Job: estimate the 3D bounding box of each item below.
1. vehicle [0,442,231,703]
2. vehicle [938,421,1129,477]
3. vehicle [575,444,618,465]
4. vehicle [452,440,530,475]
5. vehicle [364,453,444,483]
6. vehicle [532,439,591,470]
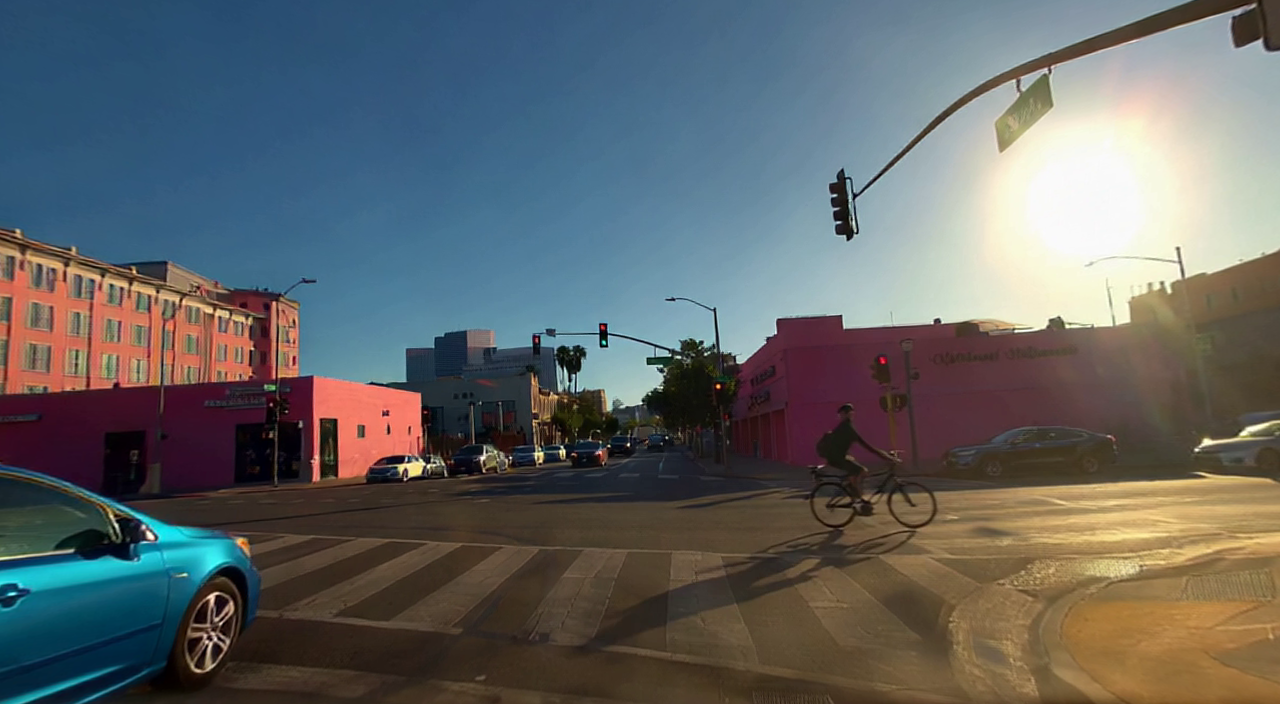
[{"bbox_3d":[-3.727,0.972,2.166,1.759,1.325,4.295,0,-9,0],"label":"vehicle"},{"bbox_3d":[11.575,2.880,18.803,4.355,1.546,1.820,-1,-9,6],"label":"vehicle"},{"bbox_3d":[-3.009,7.183,44.148,1.743,1.362,4.350,-2,-9,14],"label":"vehicle"},{"bbox_3d":[-8.390,5.973,36.060,2.152,1.825,5.406,-2,-9,12],"label":"vehicle"},{"bbox_3d":[-12.581,6.174,33.874,1.976,1.425,4.567,-1,-9,9],"label":"vehicle"},{"bbox_3d":[-4.499,5.976,36.863,1.928,1.647,4.575,-2,-9,13],"label":"vehicle"}]
